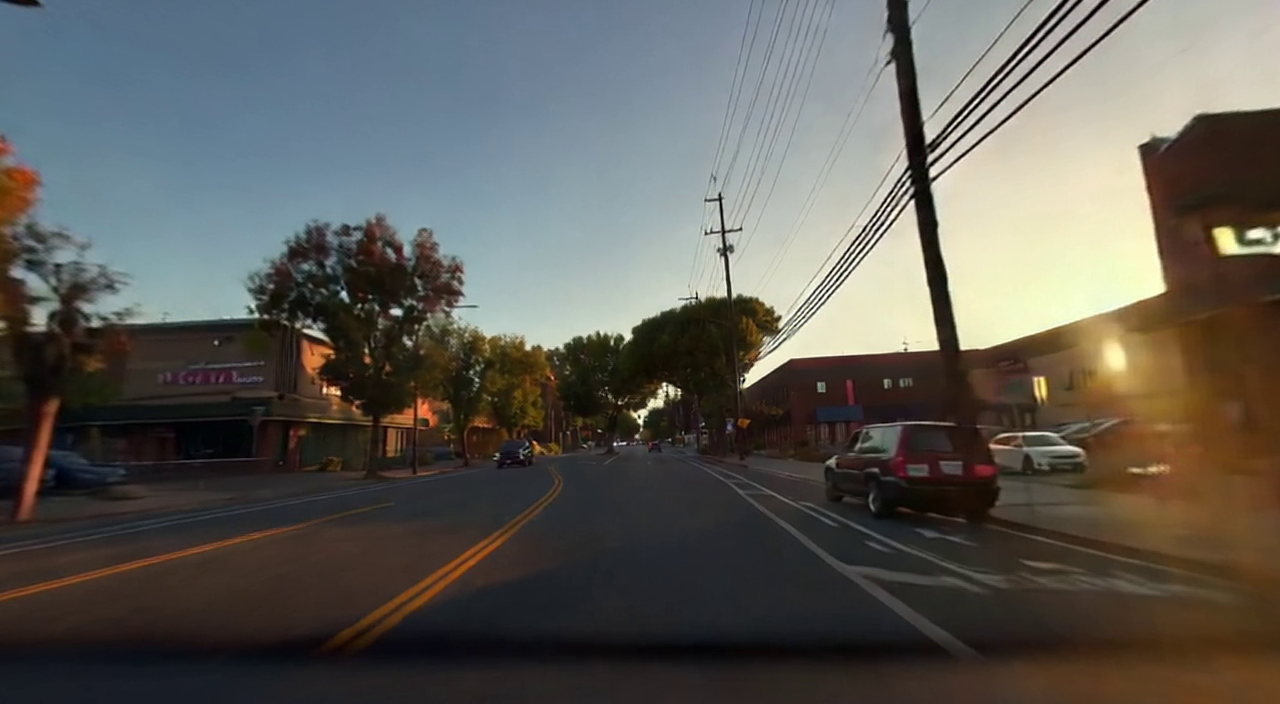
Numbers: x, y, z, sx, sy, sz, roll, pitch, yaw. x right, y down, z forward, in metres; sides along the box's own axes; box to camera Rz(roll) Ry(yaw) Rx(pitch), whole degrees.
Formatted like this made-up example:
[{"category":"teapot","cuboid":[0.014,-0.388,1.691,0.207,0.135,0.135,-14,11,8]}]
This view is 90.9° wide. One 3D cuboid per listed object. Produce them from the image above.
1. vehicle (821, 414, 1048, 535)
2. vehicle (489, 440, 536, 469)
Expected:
[{"category":"vehicle","cuboid":[5.235,2.239,12.155,2.182,1.850,4.705,0,-8,2]},{"category":"vehicle","cuboid":[-7.928,6.435,39.625,1.973,1.704,4.476,0,-8,1]}]
